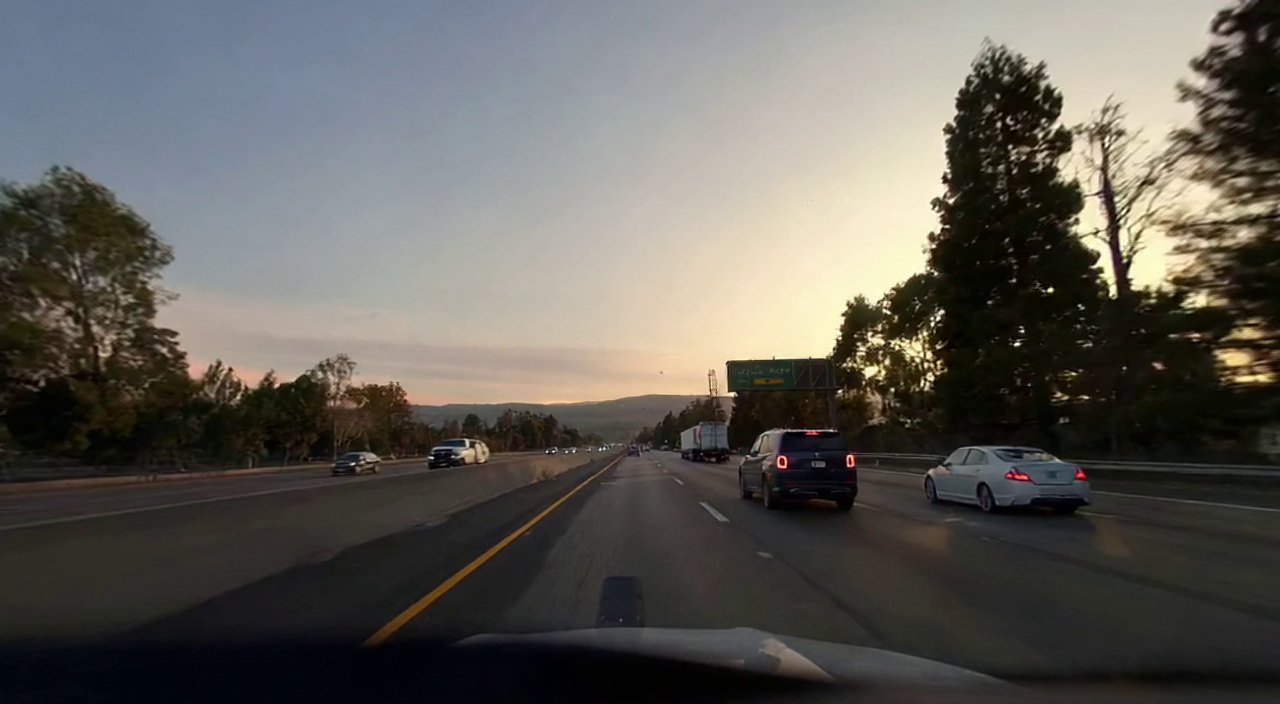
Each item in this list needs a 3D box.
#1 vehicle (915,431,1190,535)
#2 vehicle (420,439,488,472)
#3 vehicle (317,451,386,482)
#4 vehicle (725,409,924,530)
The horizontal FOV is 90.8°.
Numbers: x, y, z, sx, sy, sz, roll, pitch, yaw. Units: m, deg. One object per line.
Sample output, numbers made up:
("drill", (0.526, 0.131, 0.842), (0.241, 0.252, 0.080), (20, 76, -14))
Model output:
("vehicle", (6.765, 2.170, 11.065), (2.009, 1.456, 4.097), (0, -8, -1))
("vehicle", (-10.673, 5.982, 36.702), (2.215, 1.741, 5.533), (0, -9, 1))
("vehicle", (-14.872, 5.888, 32.818), (1.792, 1.457, 4.001), (1, -8, -1))
("vehicle", (3.145, 2.149, 12.132), (2.258, 1.824, 4.908), (0, -9, -1))
